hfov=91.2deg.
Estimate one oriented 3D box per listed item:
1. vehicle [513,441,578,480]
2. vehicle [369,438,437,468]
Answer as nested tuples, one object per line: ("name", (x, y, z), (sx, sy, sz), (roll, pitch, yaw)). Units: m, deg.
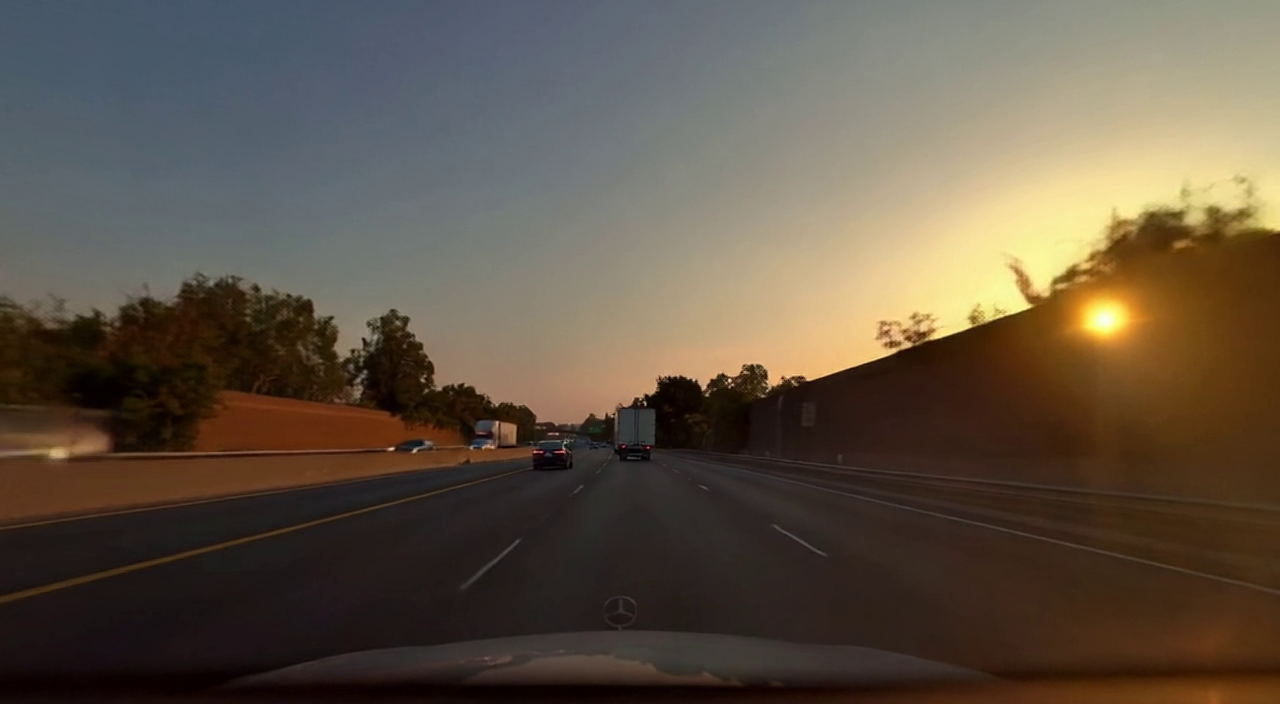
("vehicle", (-3.956, 4.611, 26.946), (2.057, 1.519, 4.372), (0, -9, 1))
("vehicle", (-13.047, 5.613, 34.811), (1.998, 1.527, 4.605), (0, -9, 0))
